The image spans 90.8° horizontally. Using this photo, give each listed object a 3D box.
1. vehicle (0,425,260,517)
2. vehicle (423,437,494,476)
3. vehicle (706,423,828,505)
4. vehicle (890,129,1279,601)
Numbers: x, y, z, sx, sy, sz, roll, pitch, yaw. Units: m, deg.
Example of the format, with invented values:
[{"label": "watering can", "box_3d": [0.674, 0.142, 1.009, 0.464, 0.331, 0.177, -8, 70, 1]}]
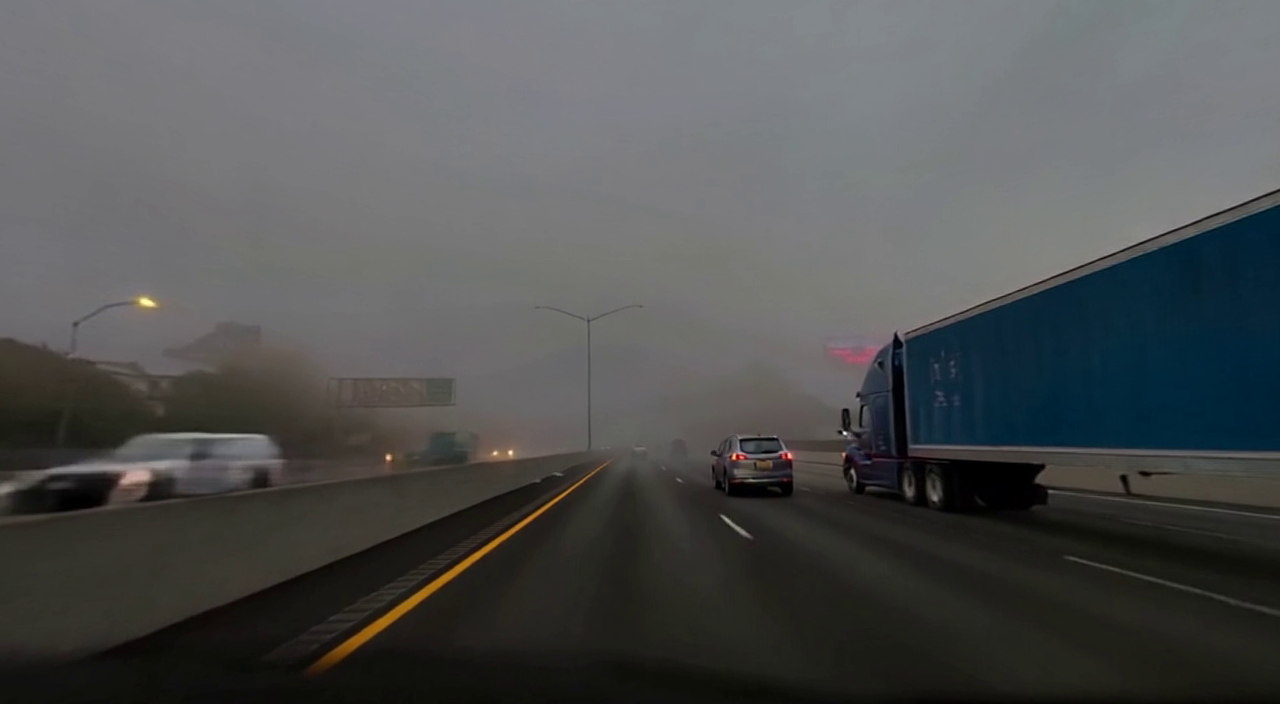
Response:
[{"label": "vehicle", "box_3d": [-10.979, 2.531, 13.956, 2.018, 1.637, 5.003, 0, -9, 0]}, {"label": "vehicle", "box_3d": [-7.344, 4.281, 25.954, 1.808, 1.468, 3.541, 0, -9, 1]}, {"label": "vehicle", "box_3d": [2.906, 2.688, 15.555, 1.973, 1.710, 4.476, 0, -9, -1]}, {"label": "vehicle", "box_3d": [6.994, 0.225, 6.269, 2.864, 4.060, 14.637, 0, -9, -1]}]
